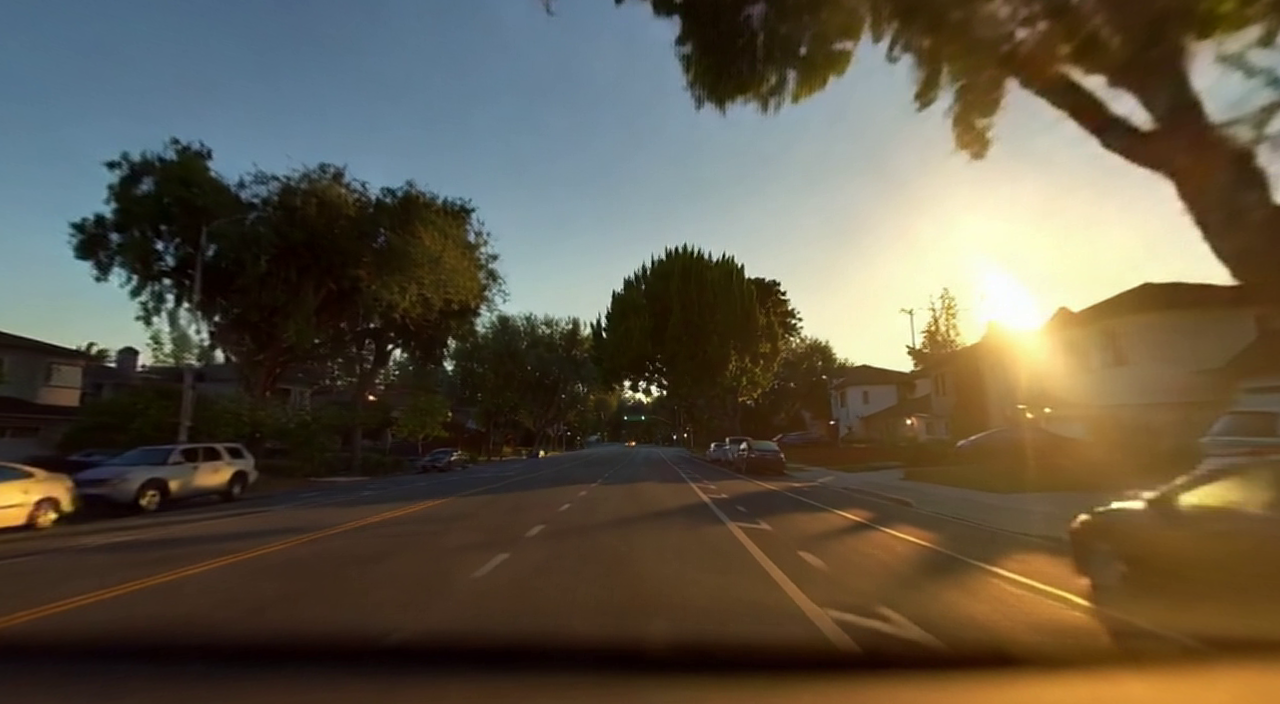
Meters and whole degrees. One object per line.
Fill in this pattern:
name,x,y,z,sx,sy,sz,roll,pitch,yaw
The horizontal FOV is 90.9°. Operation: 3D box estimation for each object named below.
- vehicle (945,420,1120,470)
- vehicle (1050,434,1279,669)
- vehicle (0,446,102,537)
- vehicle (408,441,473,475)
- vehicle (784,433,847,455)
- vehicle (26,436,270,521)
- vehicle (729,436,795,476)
vehicle,14.189,3.375,23.027,4.902,1.667,2.162,-1,-8,0
vehicle,5.037,1.236,3.891,2.059,1.449,4.168,0,-10,-2
vehicle,-12.046,2.429,10.563,1.940,1.496,4.654,-2,-7,0
vehicle,-11.489,6.082,36.614,2.054,1.704,4.710,-3,-8,3
vehicle,13.856,7.302,49.870,4.317,1.595,2.095,1,-9,0
vehicle,-12.000,3.062,15.971,2.228,1.766,4.770,1,-8,1
vehicle,5.232,4.522,27.676,1.885,1.603,5.235,0,-8,1
